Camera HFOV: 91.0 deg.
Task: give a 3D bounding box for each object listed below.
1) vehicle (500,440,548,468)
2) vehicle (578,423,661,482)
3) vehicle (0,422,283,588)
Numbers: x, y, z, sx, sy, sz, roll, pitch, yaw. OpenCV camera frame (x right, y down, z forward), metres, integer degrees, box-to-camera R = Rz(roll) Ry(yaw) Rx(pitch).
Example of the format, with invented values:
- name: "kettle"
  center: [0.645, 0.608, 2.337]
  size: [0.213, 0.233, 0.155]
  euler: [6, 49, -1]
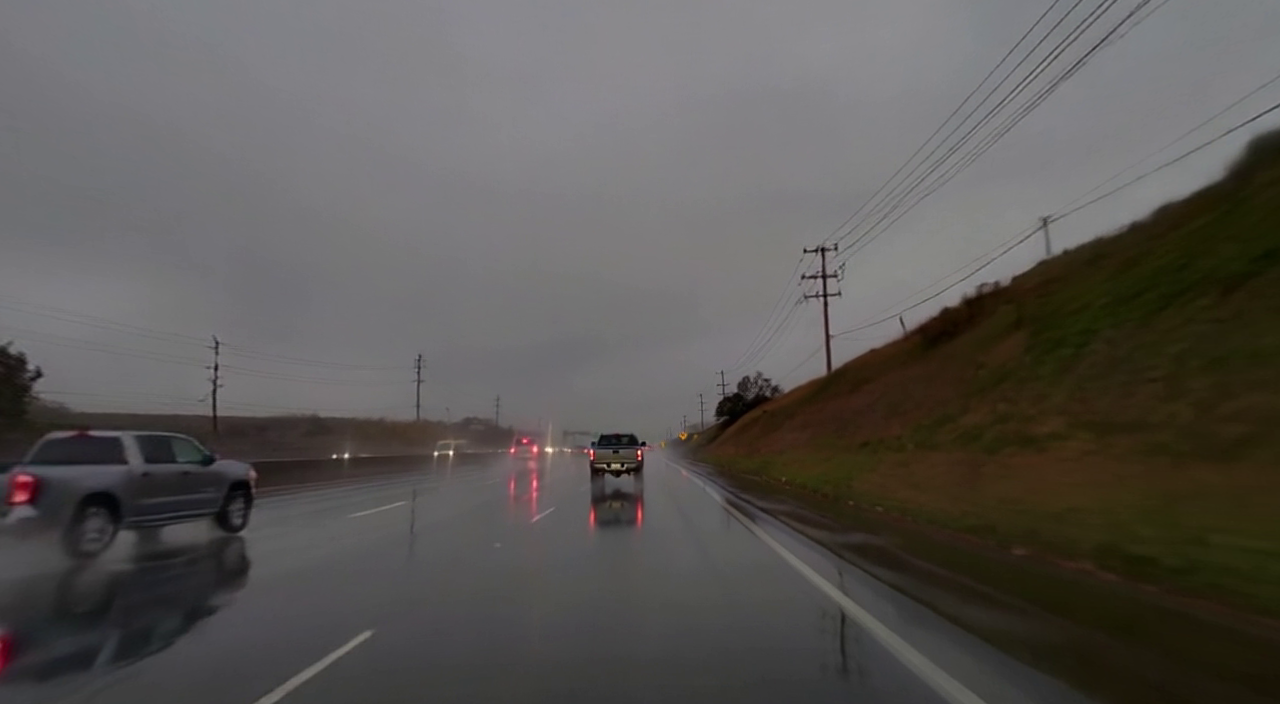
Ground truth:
- name: "vehicle"
  center: [-7.130, 6.314, 39.075]
  size: [2.055, 1.618, 4.457]
  euler: [0, -9, 1]
- name: "vehicle"
  center: [-0.732, 4.081, 25.761]
  size: [2.972, 2.087, 6.126]
  euler: [0, -8, 0]
- name: "vehicle"
  center: [-7.125, 1.737, 7.905]
  size: [2.189, 1.553, 5.202]
  euler: [0, -8, 0]
